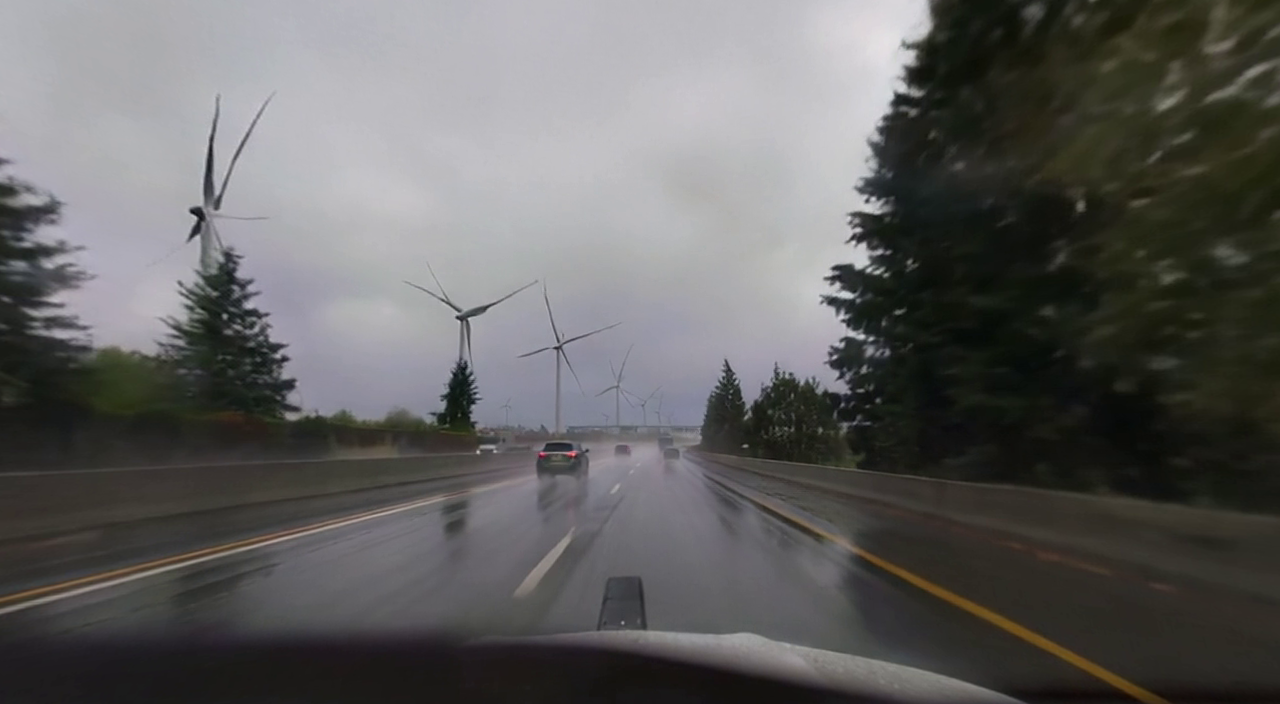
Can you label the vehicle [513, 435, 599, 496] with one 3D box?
[{"bbox_3d":[-2.540,3.567,20.137,2.038,1.723,4.150,0,-9,2],"label":"vehicle"}]
